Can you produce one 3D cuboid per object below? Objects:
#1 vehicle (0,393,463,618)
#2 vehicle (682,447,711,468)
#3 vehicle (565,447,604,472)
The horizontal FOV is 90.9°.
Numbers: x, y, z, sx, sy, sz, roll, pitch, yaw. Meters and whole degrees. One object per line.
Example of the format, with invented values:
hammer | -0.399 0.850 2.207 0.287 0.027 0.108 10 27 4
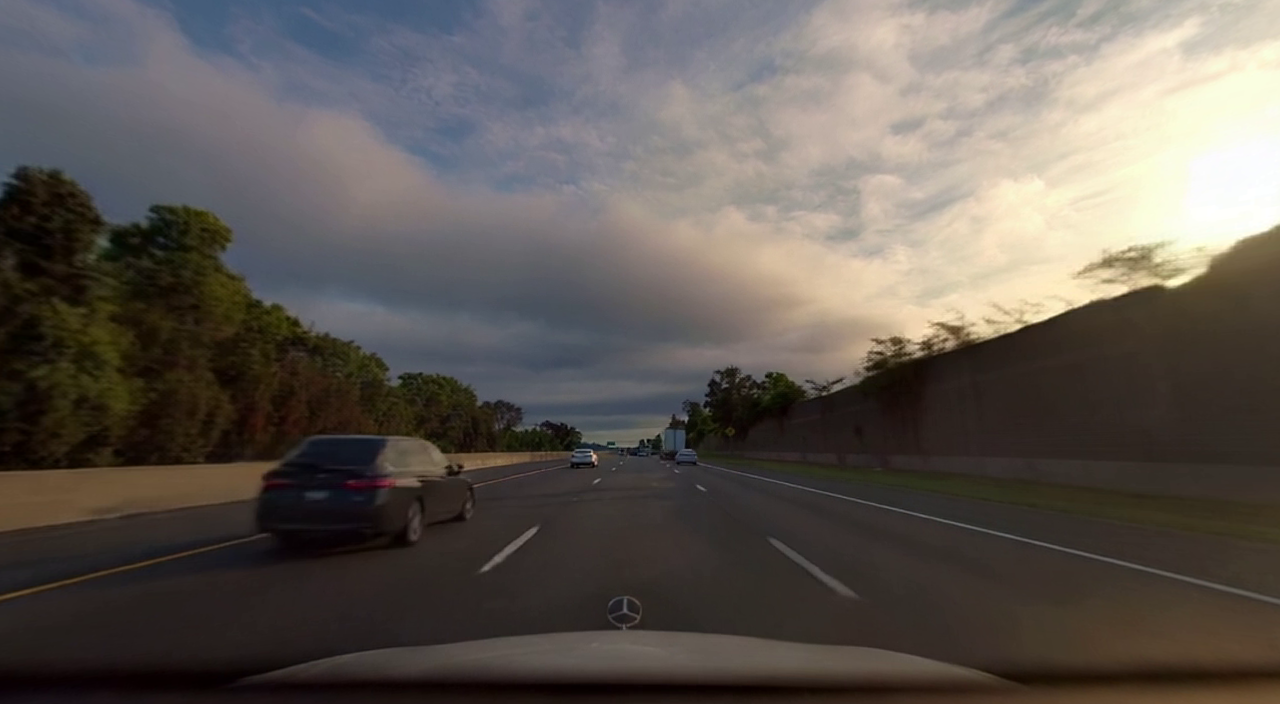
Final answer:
vehicle | -3.982 1.573 7.516 2.138 1.720 5.186 0 -9 1
vehicle | 4.354 8.212 49.281 1.873 1.529 3.953 0 -9 0
vehicle | -3.713 7.241 42.735 2.129 1.559 5.272 0 -9 0
